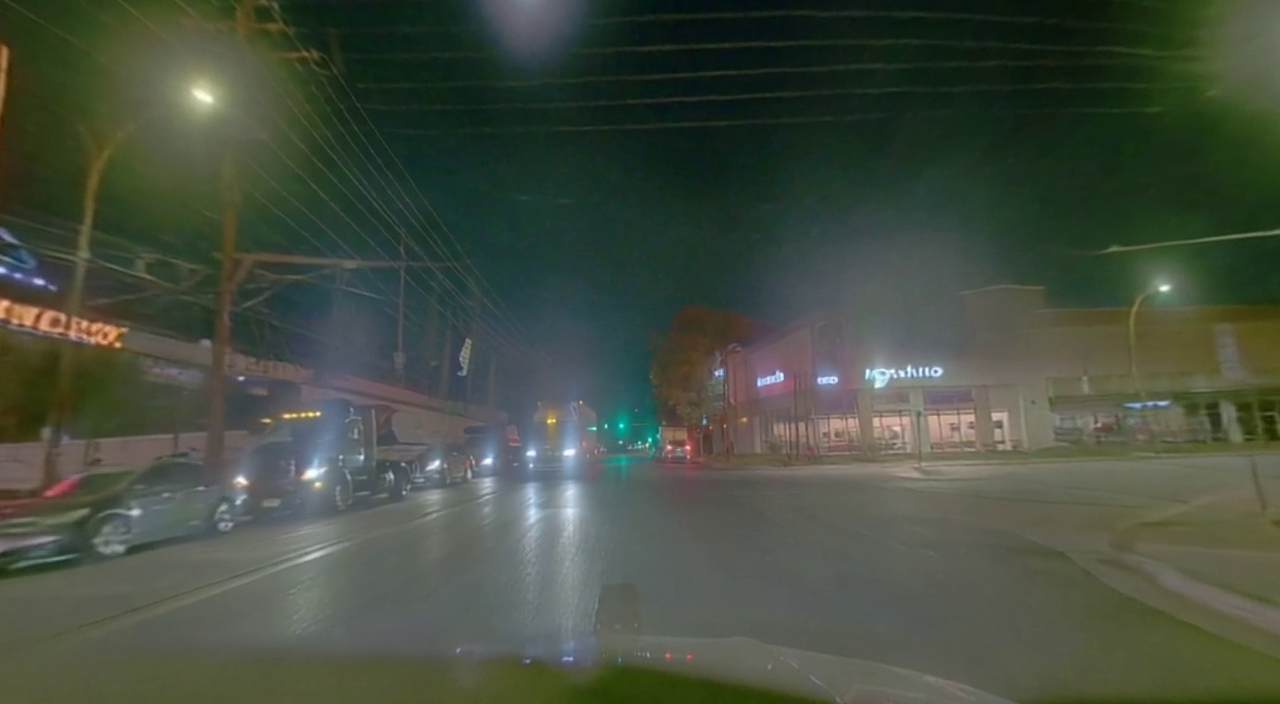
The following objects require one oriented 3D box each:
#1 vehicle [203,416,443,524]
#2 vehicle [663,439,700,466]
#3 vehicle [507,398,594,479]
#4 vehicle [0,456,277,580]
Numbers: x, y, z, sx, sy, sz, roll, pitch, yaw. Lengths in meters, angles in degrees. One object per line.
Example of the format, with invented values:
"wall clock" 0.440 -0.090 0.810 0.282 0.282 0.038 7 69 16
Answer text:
"vehicle" -8.100 3.115 17.517 2.737 2.345 7.210 -1 -8 2
"vehicle" 2.843 7.011 44.411 2.097 1.784 4.915 0 -8 -2
"vehicle" -4.133 4.440 32.224 2.994 3.308 12.131 0 -8 -2
"vehicle" -8.252 2.516 10.451 1.777 1.468 4.605 0 -8 0
